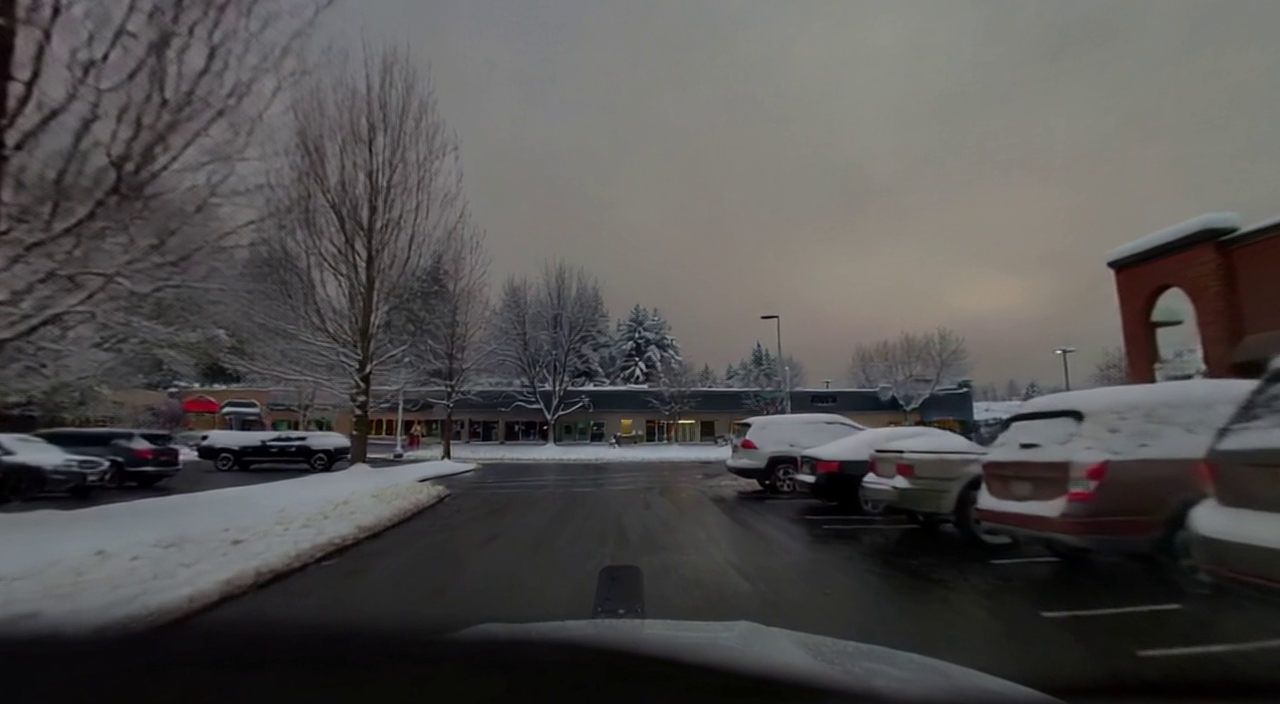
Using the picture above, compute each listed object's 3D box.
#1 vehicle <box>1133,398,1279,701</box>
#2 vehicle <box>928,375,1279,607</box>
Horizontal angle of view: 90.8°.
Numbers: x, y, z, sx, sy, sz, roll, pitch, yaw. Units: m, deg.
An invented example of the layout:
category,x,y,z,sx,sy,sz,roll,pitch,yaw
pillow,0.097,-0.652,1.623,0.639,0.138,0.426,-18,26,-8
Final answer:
category,x,y,z,sx,sy,sz,roll,pitch,yaw
vehicle,5.461,0.969,3.093,4.449,1.513,2.087,0,-8,-5
vehicle,5.778,1.214,6.152,4.785,1.761,2.292,0,-8,-3
